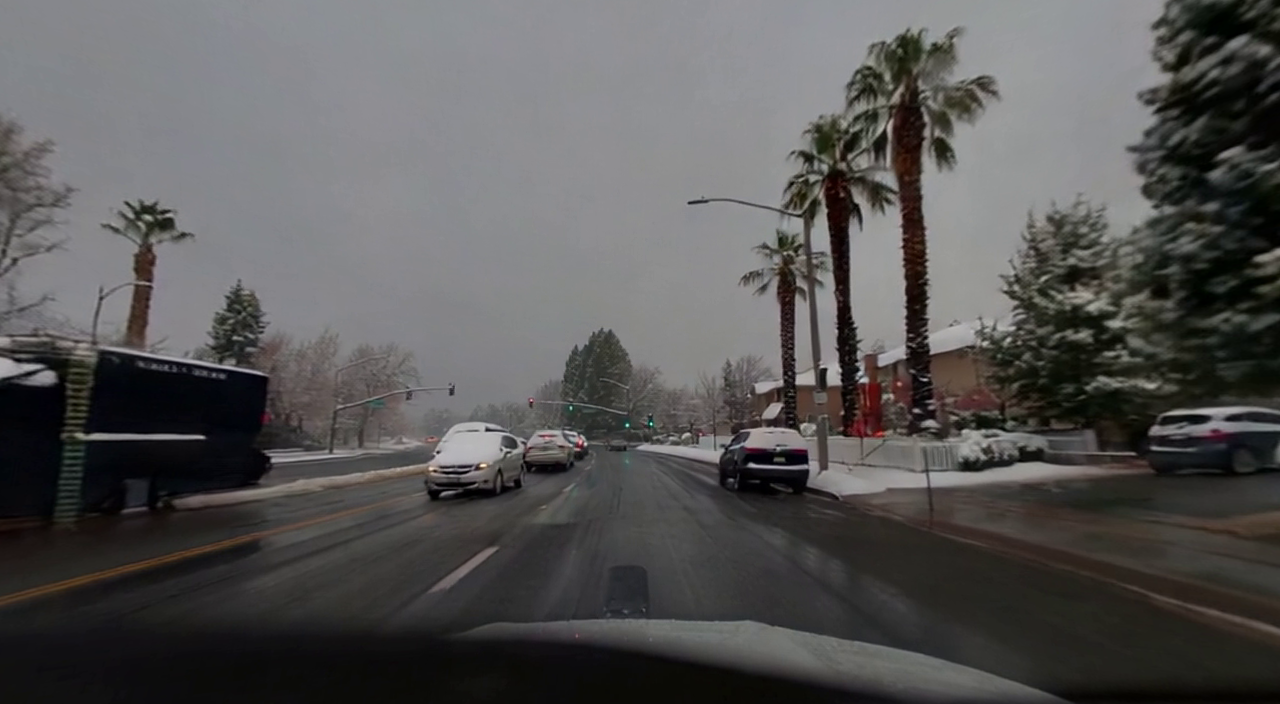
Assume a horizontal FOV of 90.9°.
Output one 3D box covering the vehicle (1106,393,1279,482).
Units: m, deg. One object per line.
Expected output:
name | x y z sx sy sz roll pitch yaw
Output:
vehicle | 15.009 2.179 16.219 4.864 2.000 2.353 2 -8 -20

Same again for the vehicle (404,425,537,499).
vehicle | -4.003 2.671 15.737 2.051 1.572 4.207 -1 -8 2

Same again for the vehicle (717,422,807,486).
vehicle | 3.621 3.107 19.525 1.801 1.746 4.325 0 -8 -2

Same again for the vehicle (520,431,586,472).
vehicle | -3.686 4.331 27.667 2.181 1.636 4.504 -1 -8 1

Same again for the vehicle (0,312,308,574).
vehicle | -6.963 1.141 7.936 2.155 2.399 6.101 -1 -8 1
